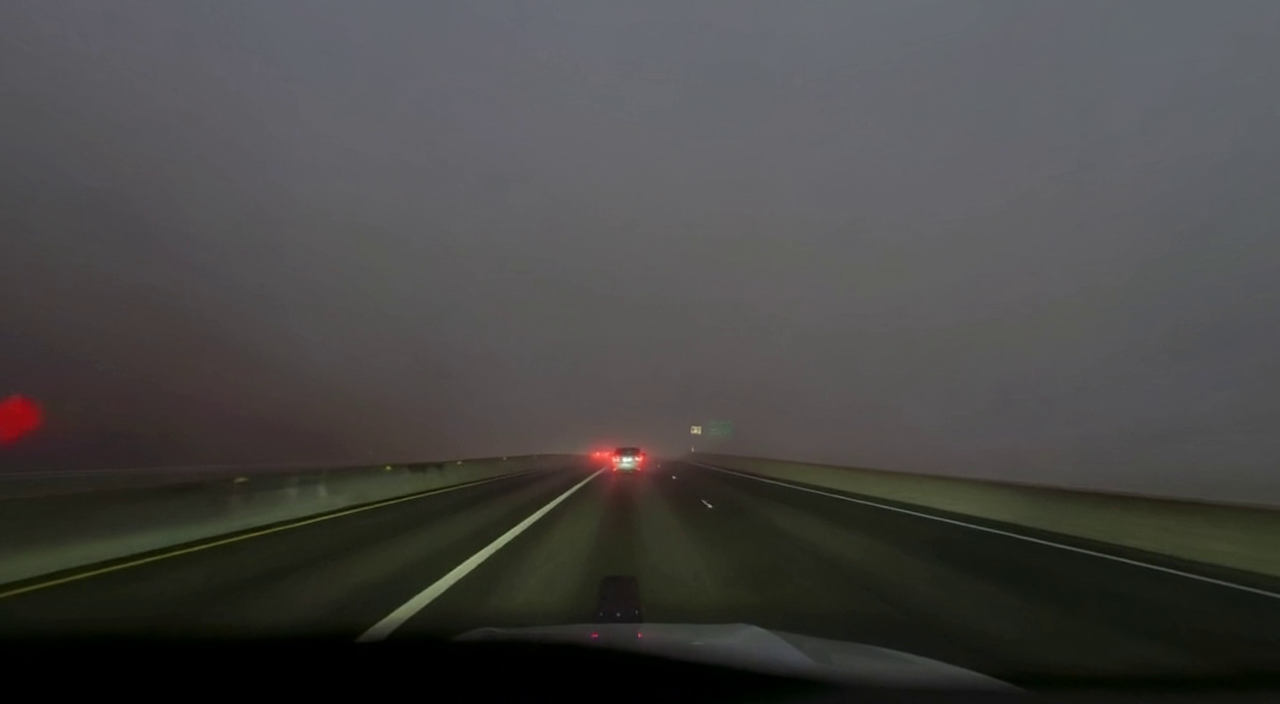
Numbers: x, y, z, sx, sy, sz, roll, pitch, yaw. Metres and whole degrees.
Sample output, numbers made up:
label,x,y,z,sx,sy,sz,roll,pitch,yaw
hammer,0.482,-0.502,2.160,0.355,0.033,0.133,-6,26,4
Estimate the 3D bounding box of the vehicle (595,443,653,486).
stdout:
label,x,y,z,sx,sy,sz,roll,pitch,yaw
vehicle,-0.579,4.277,24.129,2.066,1.490,3.759,-1,-9,0
